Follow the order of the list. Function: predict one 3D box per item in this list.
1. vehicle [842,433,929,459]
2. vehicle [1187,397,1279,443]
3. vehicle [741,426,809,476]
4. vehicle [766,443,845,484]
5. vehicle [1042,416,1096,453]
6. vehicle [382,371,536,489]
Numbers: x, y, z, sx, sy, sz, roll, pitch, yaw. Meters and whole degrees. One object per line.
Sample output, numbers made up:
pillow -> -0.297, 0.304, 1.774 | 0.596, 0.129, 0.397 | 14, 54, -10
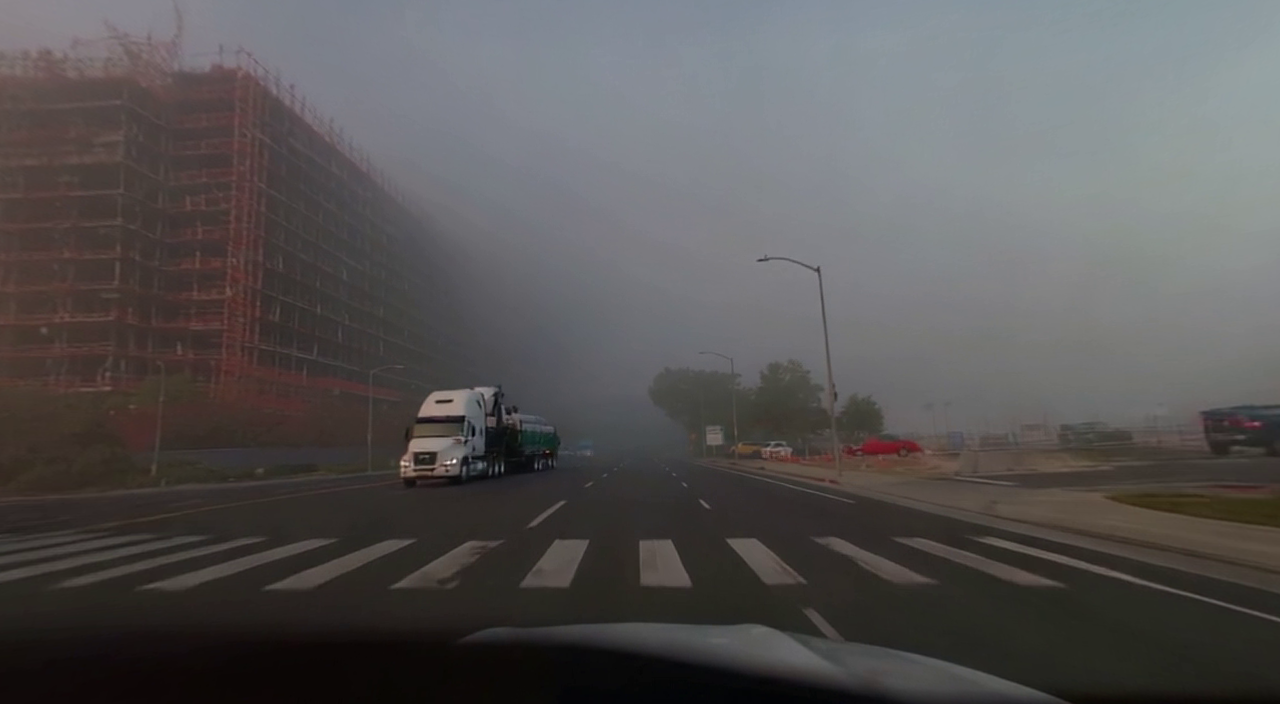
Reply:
vehicle -> 16.003, 6.128, 41.069 | 4.775, 1.610, 2.147 | 1, -8, -2
vehicle -> 29.953, 3.345, 30.453 | 4.720, 2.131, 2.111 | 0, -8, 0
vehicle -> 6.673, 4.968, 31.785 | 2.233, 2.269, 5.757 | 0, -8, 1
vehicle -> 6.601, 4.471, 25.604 | 1.933, 1.488, 4.736 | 0, -8, 0
vehicle -> 23.237, 4.542, 34.168 | 2.078, 1.823, 5.181 | -5, -10, 31
vehicle -> -7.012, 3.407, 26.666 | 3.071, 3.982, 10.729 | 0, -8, 1
